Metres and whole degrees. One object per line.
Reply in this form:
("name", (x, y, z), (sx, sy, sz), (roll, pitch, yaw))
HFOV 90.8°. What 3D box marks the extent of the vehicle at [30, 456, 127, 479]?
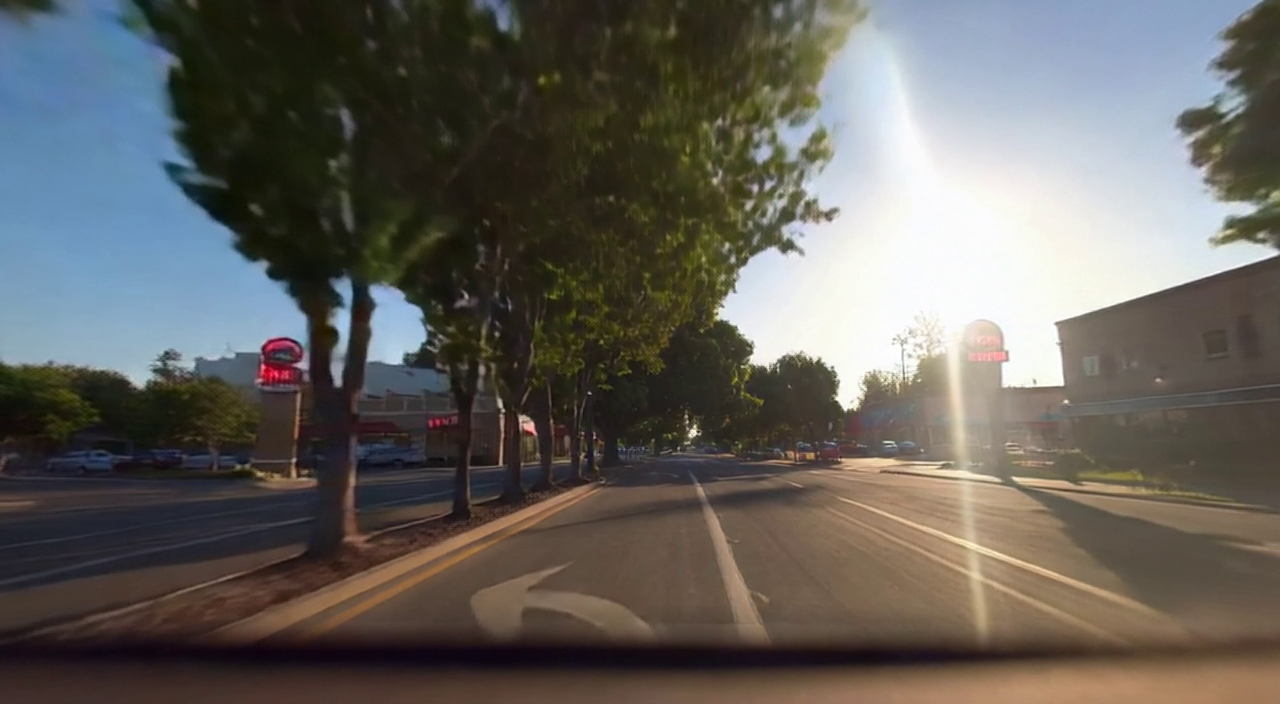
("vehicle", (-41.999, 8.655, 47.390), (4.996, 1.563, 1.862), (3, -9, -18))
